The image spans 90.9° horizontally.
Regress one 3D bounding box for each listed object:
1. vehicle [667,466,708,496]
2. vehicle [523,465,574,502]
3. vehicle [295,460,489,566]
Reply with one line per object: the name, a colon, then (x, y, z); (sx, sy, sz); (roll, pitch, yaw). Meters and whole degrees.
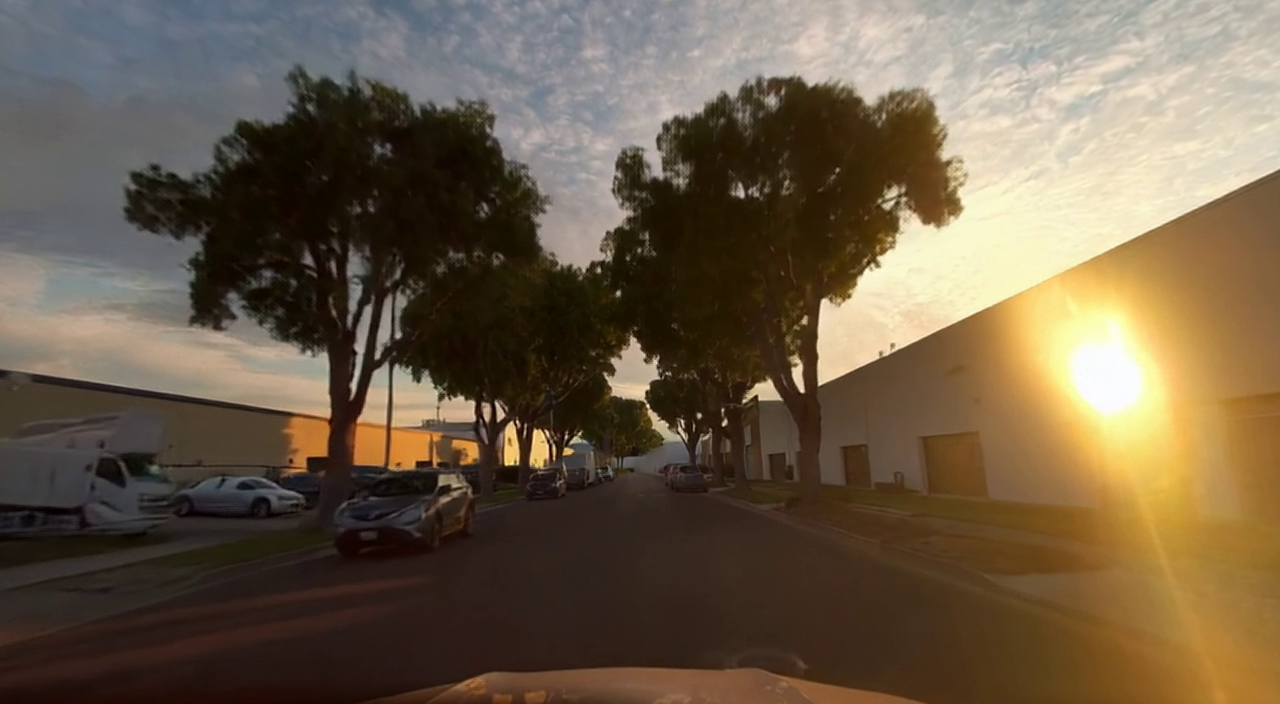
vehicle: (2.457, 6.811, 33.399); (1.819, 1.446, 3.909); (1, -11, -1)
vehicle: (-4.365, 6.343, 30.591); (1.835, 1.625, 3.674); (0, -11, 1)
vehicle: (-4.493, 2.954, 12.348); (1.927, 1.580, 4.556); (-1, -9, 0)
